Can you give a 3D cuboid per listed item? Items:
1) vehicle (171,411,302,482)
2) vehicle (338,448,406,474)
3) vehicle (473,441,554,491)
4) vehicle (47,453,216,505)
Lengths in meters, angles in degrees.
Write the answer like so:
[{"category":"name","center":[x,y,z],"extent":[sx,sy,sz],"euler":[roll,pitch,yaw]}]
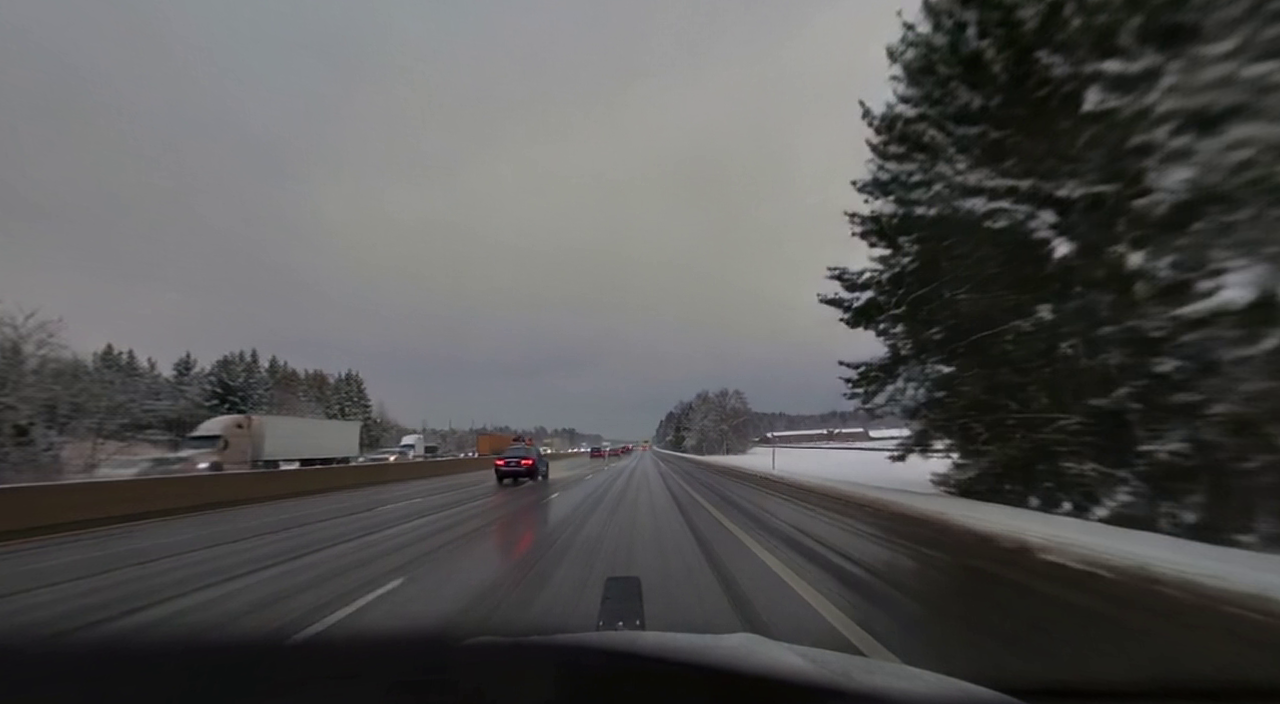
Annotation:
[{"category":"vehicle","center":[-23.510,5.587,37.302],"extent":[3.382,3.837,6.276],"euler":[0,-9,0]},{"category":"vehicle","center":[-16.054,6.532,38.029],"extent":[2.078,1.493,4.427],"euler":[0,-9,1]},{"category":"vehicle","center":[-4.236,3.894,21.811],"extent":[1.954,1.541,4.079],"euler":[0,-9,0]},{"category":"vehicle","center":[-15.719,3.902,19.862],"extent":[1.828,1.403,4.196],"euler":[0,-9,0]}]
